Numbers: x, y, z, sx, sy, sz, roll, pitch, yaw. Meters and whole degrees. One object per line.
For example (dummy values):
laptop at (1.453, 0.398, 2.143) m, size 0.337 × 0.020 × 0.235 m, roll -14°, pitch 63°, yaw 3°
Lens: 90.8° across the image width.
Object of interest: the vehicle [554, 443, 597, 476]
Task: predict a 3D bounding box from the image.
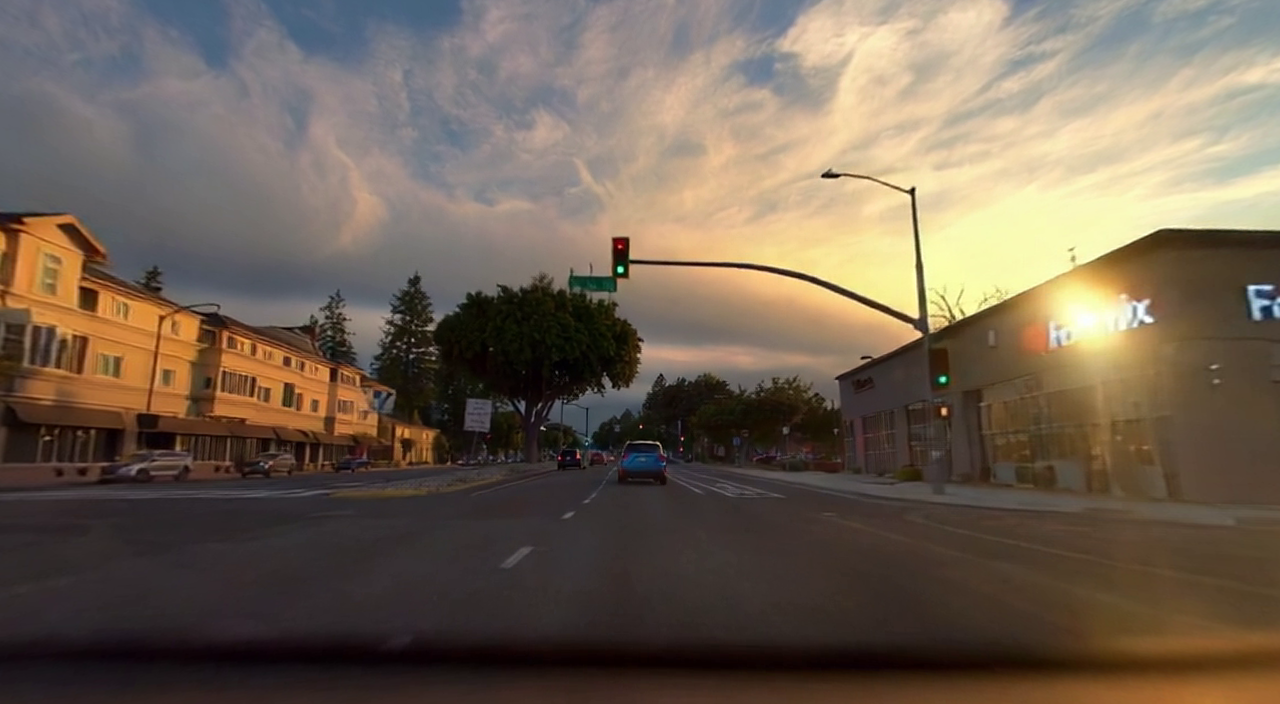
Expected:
vehicle at (-3.924, 6.632, 39.246) m, size 2.202 × 1.856 × 4.516 m, roll 0°, pitch -8°, yaw -1°

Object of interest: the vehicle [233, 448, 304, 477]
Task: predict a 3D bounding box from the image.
vehicle at (-26.157, 7.766, 44.727) m, size 2.111 × 1.839 × 4.932 m, roll 0°, pitch -8°, yaw -2°

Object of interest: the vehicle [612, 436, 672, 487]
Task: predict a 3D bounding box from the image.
vehicle at (0.035, 4.565, 26.741) m, size 2.273 × 1.909 × 5.075 m, roll 0°, pitch -8°, yaw -1°

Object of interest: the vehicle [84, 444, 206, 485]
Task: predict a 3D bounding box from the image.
vehicle at (-25.692, 5.814, 33.122) m, size 2.182 × 1.906 × 5.364 m, roll 0°, pitch -8°, yaw -3°
